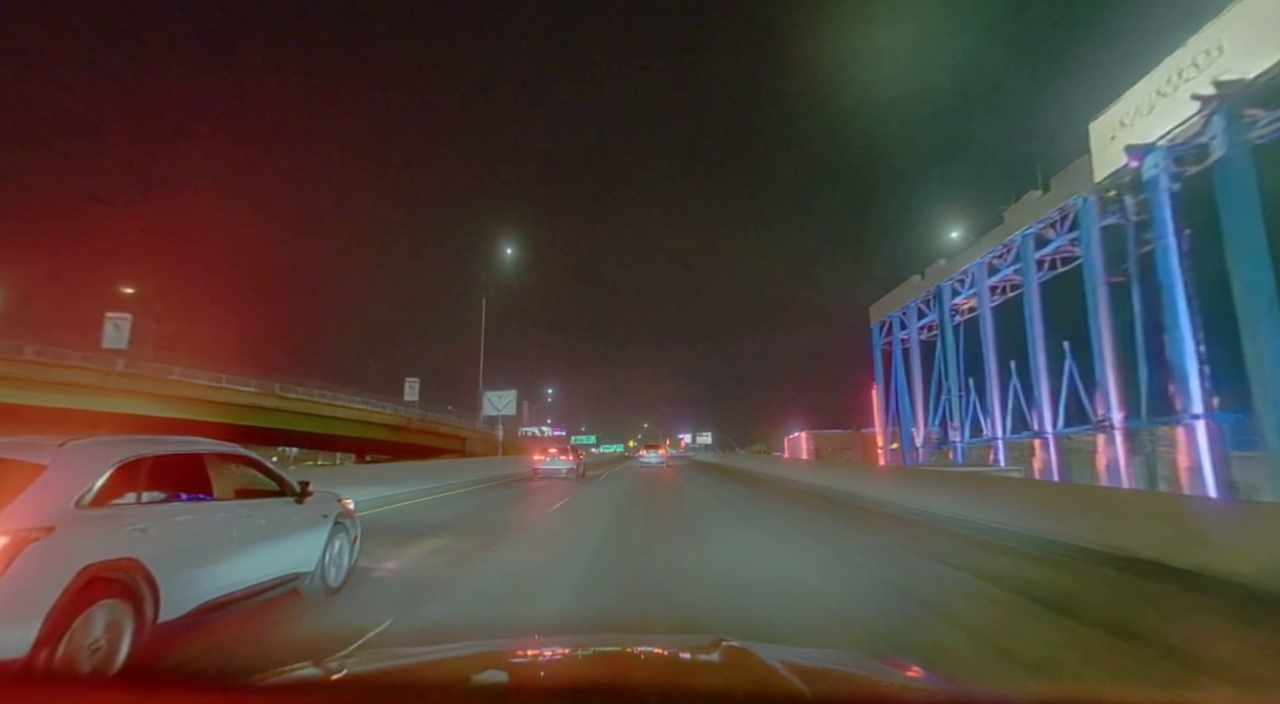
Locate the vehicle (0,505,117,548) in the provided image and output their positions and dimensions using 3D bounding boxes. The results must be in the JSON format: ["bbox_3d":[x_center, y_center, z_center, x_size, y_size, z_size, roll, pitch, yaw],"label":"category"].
[{"bbox_3d":[-27.914,8.335,30.326,2.065,1.542,3.937,0,-9,1],"label":"vehicle"}]

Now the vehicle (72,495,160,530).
[{"bbox_3d":[-32.057,9.831,38.744,2.057,1.665,3.981,0,-8,-2],"label":"vehicle"}]

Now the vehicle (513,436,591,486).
[{"bbox_3d":[-3.008,3.826,22.521,2.064,1.589,4.213,0,-8,1],"label":"vehicle"}]

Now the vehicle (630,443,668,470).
[{"bbox_3d":[0.450,5.581,33.904,1.877,1.386,3.872,0,-8,0],"label":"vehicle"}]
